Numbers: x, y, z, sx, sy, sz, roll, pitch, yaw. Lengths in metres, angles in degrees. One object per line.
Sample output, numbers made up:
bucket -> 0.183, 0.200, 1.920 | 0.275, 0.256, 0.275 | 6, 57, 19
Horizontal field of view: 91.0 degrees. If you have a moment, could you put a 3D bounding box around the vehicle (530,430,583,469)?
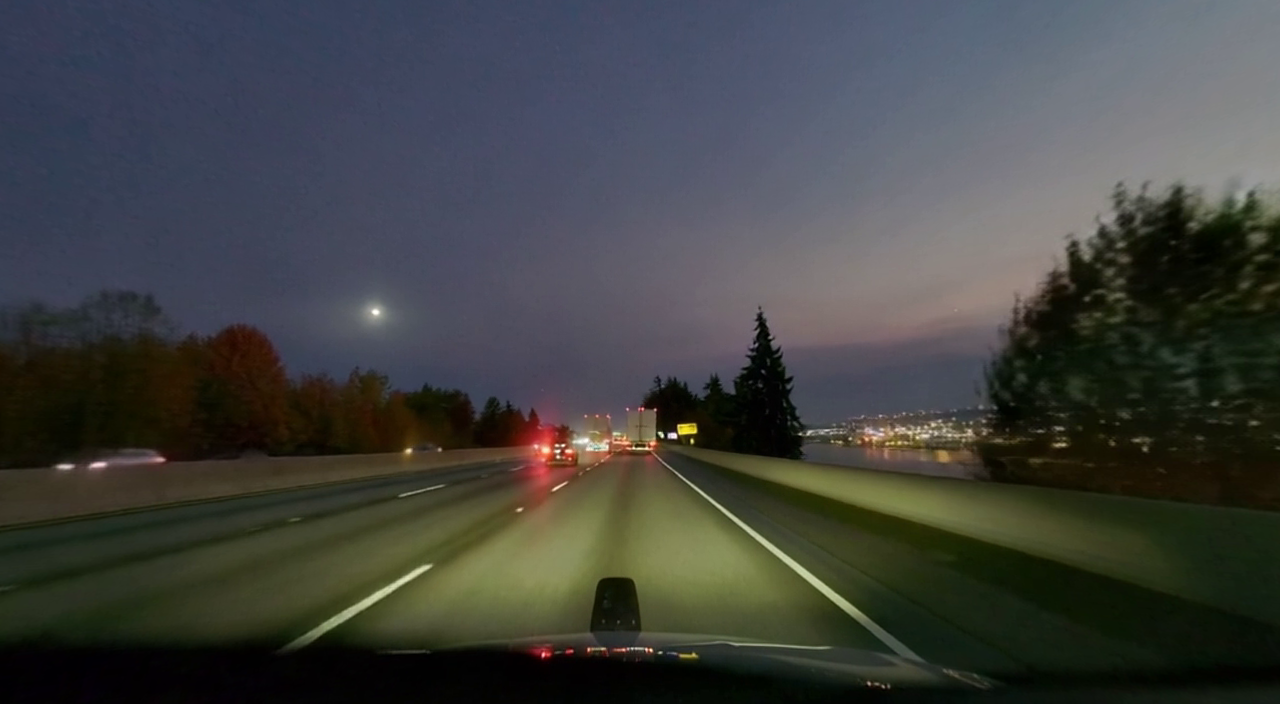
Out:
vehicle -> -4.202, 4.986, 32.412 | 2.127, 1.839, 4.984 | 0, -8, -1

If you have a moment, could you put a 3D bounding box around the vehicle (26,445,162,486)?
vehicle -> -23.466, 4.854, 27.339 | 1.883, 1.593, 4.450 | 0, -8, 0

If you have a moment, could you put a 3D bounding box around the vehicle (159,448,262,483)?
vehicle -> -19.312, 5.097, 28.547 | 1.748, 1.418, 4.136 | 0, -8, -1
